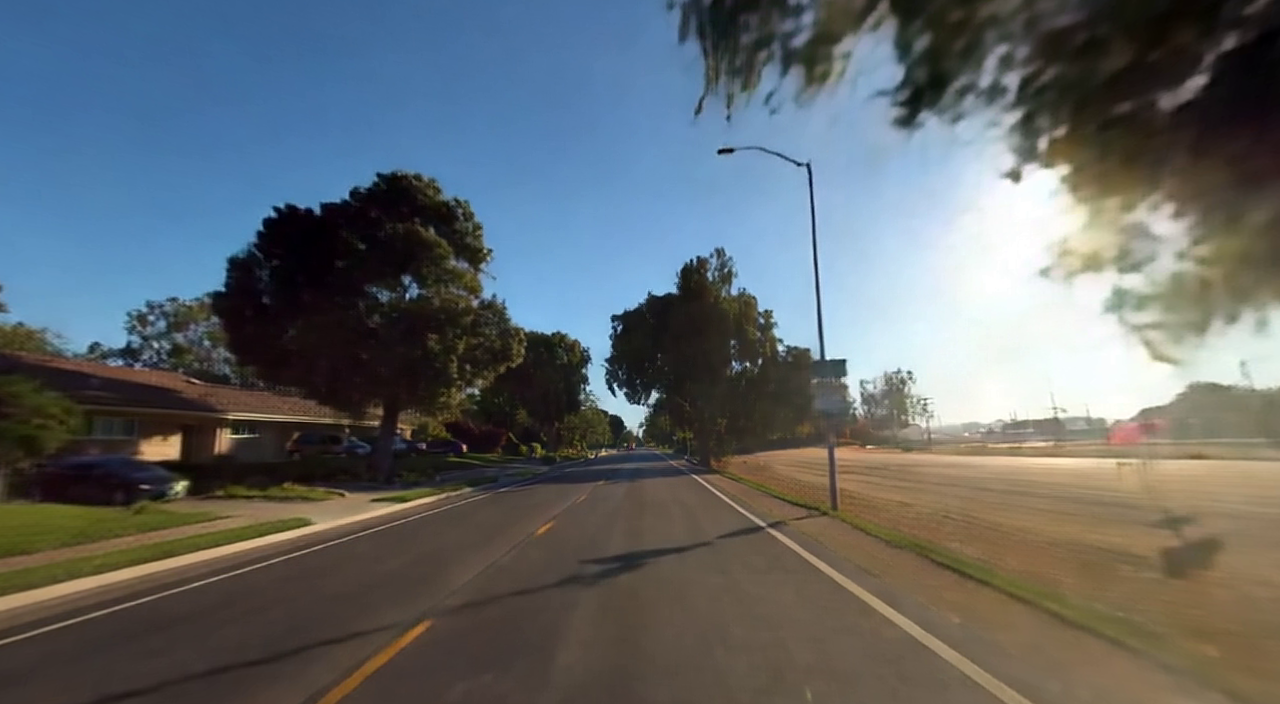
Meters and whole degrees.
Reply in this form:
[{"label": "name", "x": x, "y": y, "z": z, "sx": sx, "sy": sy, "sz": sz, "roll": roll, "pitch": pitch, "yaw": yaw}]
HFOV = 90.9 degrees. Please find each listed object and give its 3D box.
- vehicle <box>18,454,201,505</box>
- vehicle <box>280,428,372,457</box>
[{"label": "vehicle", "x": -17.787, "y": 4.266, "z": 21.303, "sx": 4.366, "sy": 1.589, "sz": 1.970, "roll": 0, "pitch": -8, "yaw": 1}, {"label": "vehicle", "x": -19.993, "y": 5.785, "z": 40.320, "sx": 4.640, "sy": 1.765, "sz": 2.242, "roll": 0, "pitch": -8, "yaw": -3}]
